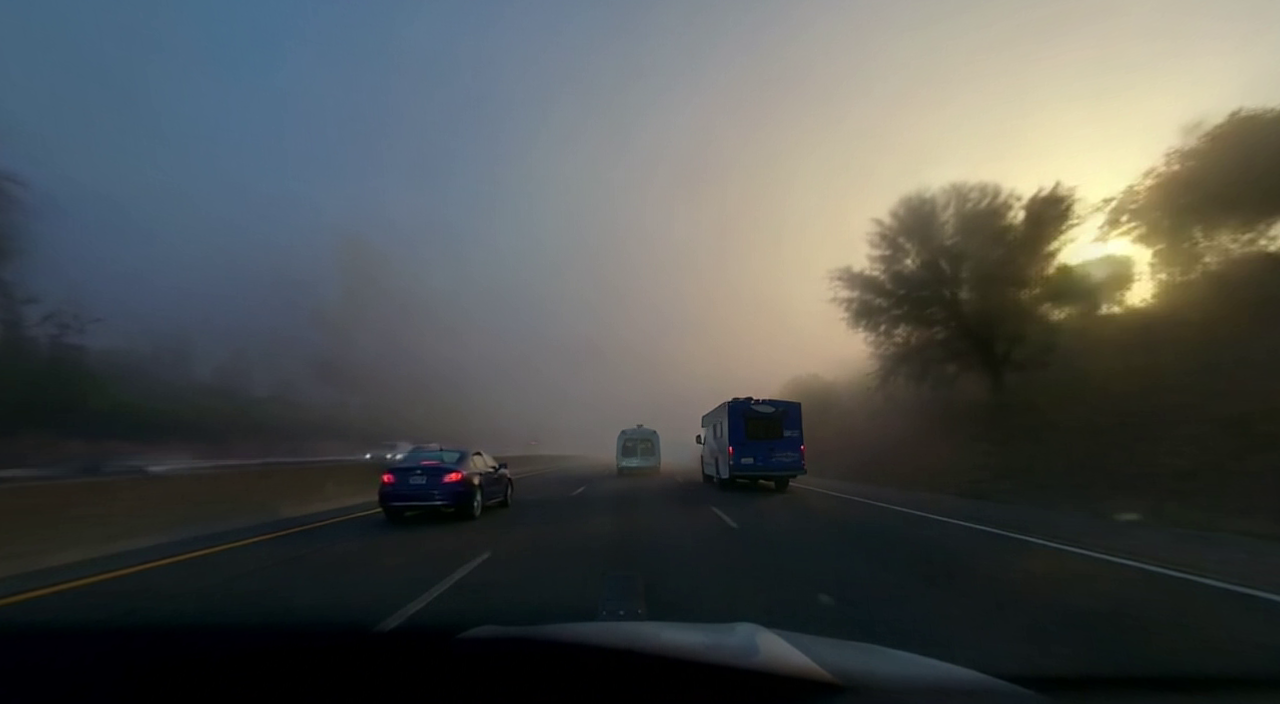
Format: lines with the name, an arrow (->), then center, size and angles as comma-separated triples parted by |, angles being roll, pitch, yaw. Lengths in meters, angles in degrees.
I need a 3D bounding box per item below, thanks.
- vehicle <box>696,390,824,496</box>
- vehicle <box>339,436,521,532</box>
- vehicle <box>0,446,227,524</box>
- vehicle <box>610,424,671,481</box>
vehicle -> 3.638, 3.074, 21.164 | 2.607, 2.910, 7.252 | 0, -9, -2
vehicle -> -3.760, 2.455, 12.334 | 1.959, 1.502, 4.559 | 0, -9, 0
vehicle -> -11.716, 2.864, 14.155 | 1.934, 1.453, 4.281 | 0, -9, 1
vehicle -> -0.004, 4.496, 28.414 | 2.524, 2.310, 4.986 | 0, -9, 0
